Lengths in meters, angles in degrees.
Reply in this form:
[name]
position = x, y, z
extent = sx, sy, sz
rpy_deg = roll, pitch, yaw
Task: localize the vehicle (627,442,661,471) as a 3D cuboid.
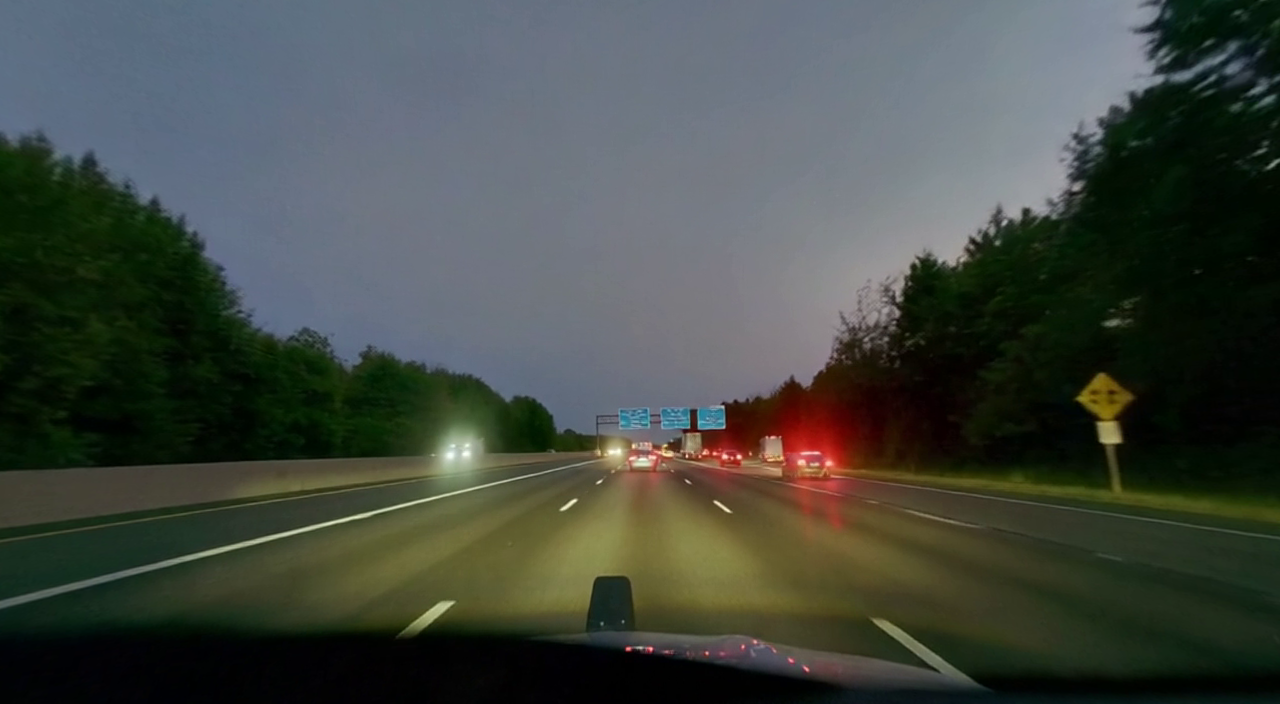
[vehicle]
position = 0.278, 7.035, 42.507
extent = 2.167, 1.847, 4.097
rpy_deg = 0, -9, 0
